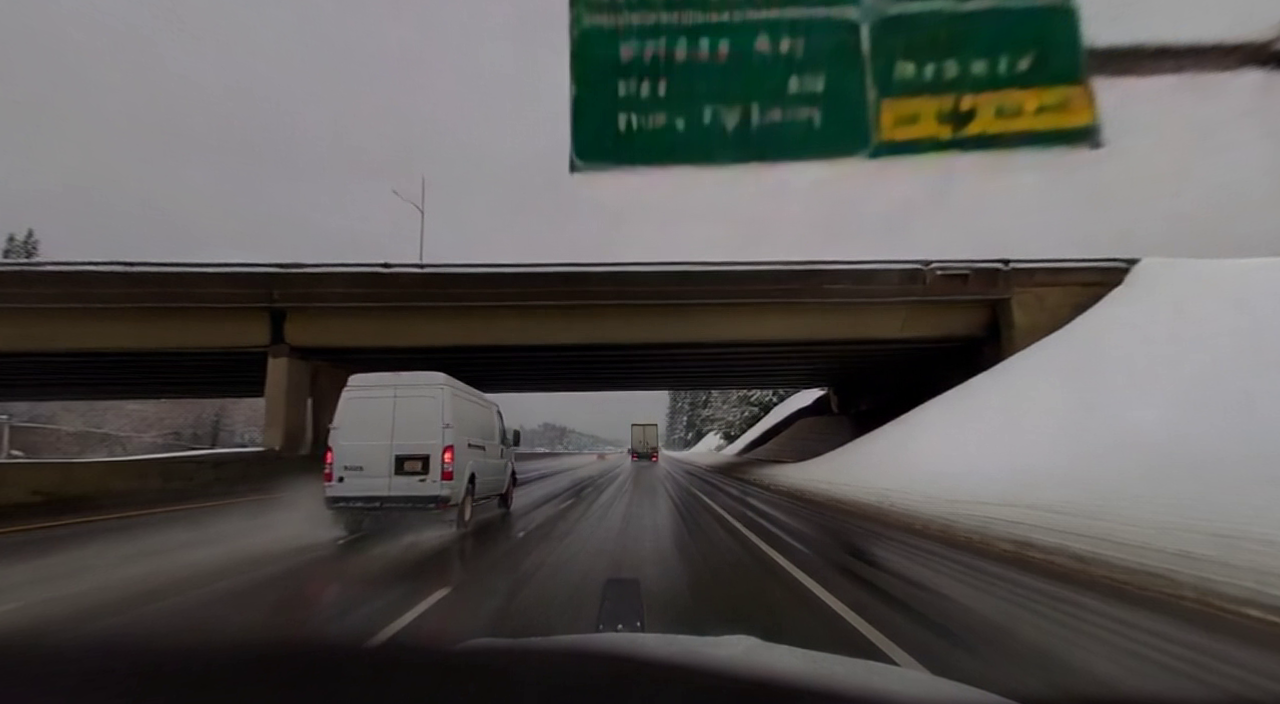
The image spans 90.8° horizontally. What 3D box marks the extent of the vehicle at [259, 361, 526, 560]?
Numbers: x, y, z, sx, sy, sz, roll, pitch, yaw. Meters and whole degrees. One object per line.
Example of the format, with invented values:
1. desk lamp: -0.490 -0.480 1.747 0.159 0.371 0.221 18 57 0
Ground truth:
1. vehicle: -3.899 1.925 11.635 2.504 2.694 5.934 0 -9 0
